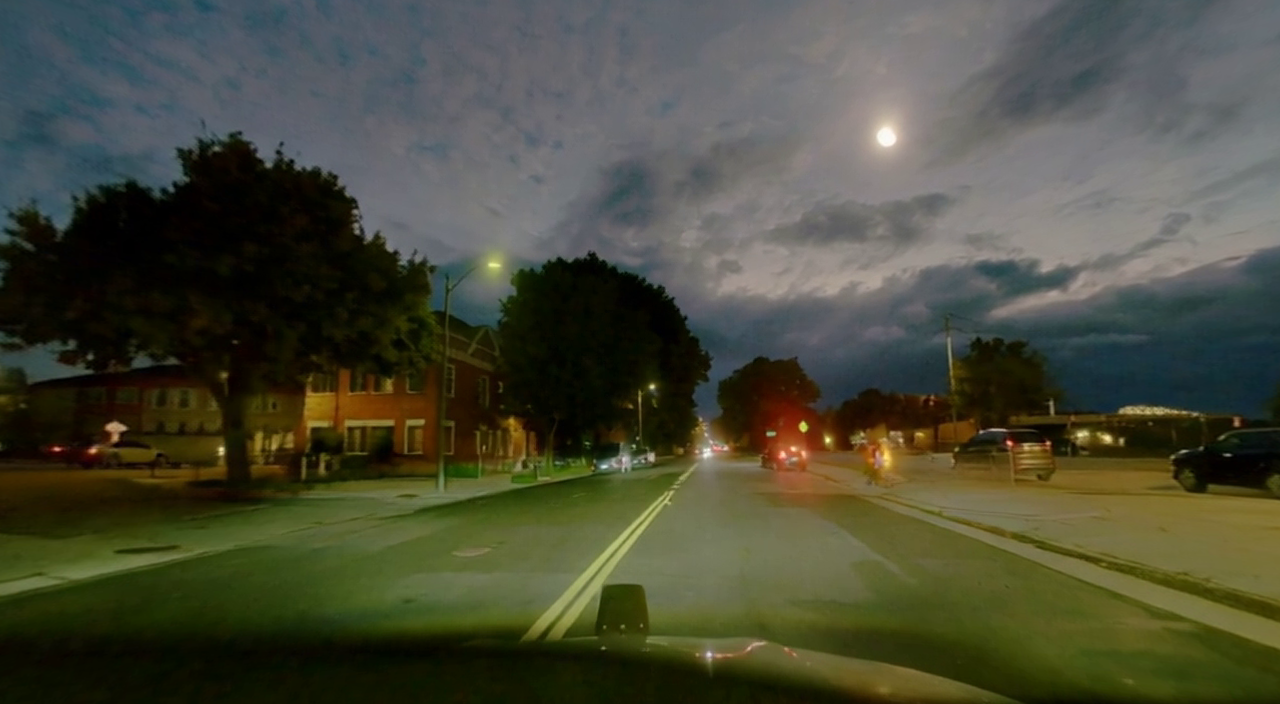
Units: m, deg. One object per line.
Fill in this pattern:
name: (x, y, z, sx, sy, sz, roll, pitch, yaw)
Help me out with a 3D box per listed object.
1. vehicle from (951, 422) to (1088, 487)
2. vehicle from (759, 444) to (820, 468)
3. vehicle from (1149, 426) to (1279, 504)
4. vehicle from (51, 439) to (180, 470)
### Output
vehicle: (12.079, 3.316, 20.504, 2.018, 1.840, 4.662, -1, -9, 7)
vehicle: (11.399, 7.909, 48.065, 4.277, 1.740, 2.097, -3, -9, 20)
vehicle: (13.686, 2.405, 13.573, 1.903, 1.528, 4.374, -1, -9, 3)
vehicle: (-28.567, 5.569, 34.504, 4.814, 1.609, 2.197, 2, -9, -13)
